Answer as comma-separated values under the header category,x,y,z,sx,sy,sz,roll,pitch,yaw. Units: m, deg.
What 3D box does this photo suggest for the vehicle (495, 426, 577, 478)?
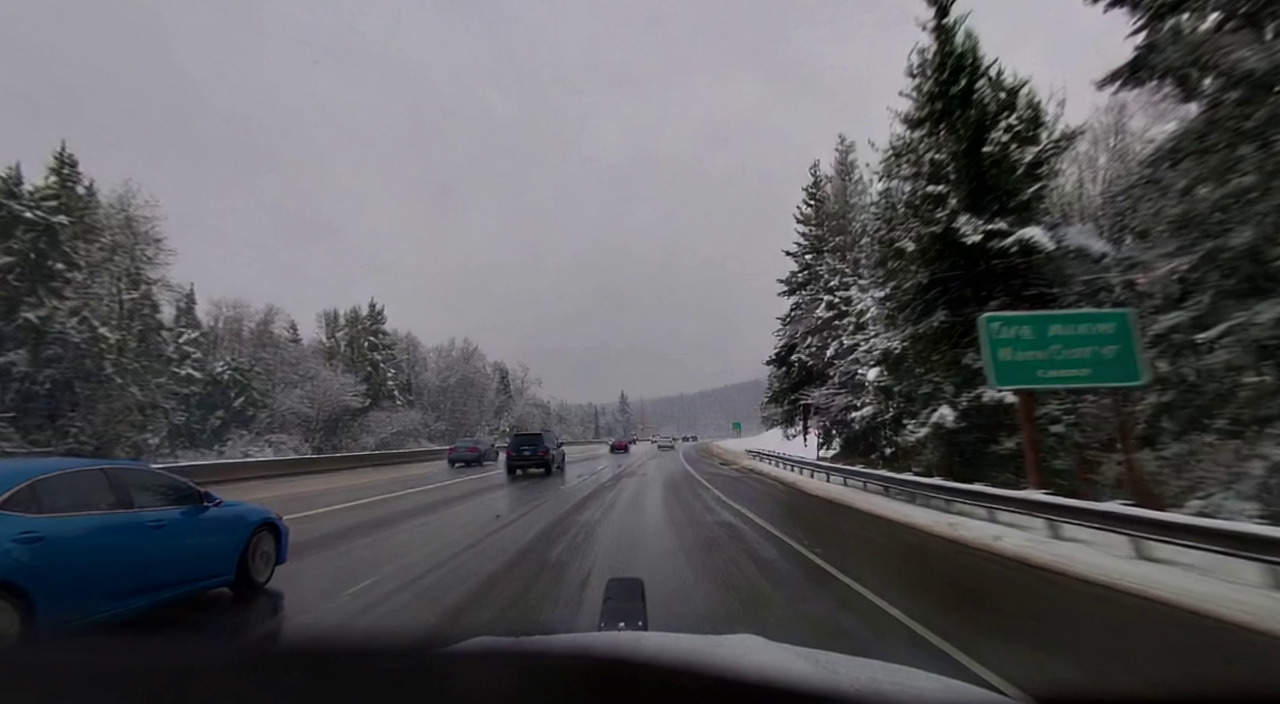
category,x,y,z,sx,sy,sz,roll,pitch,yaw
vehicle,-3.688,3.670,23.242,2.071,1.716,4.363,-1,-8,3

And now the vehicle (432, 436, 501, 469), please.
category,x,y,z,sx,sy,sz,roll,pitch,yaw
vehicle,-7.818,4.585,28.854,1.883,1.411,4.053,0,-8,2
